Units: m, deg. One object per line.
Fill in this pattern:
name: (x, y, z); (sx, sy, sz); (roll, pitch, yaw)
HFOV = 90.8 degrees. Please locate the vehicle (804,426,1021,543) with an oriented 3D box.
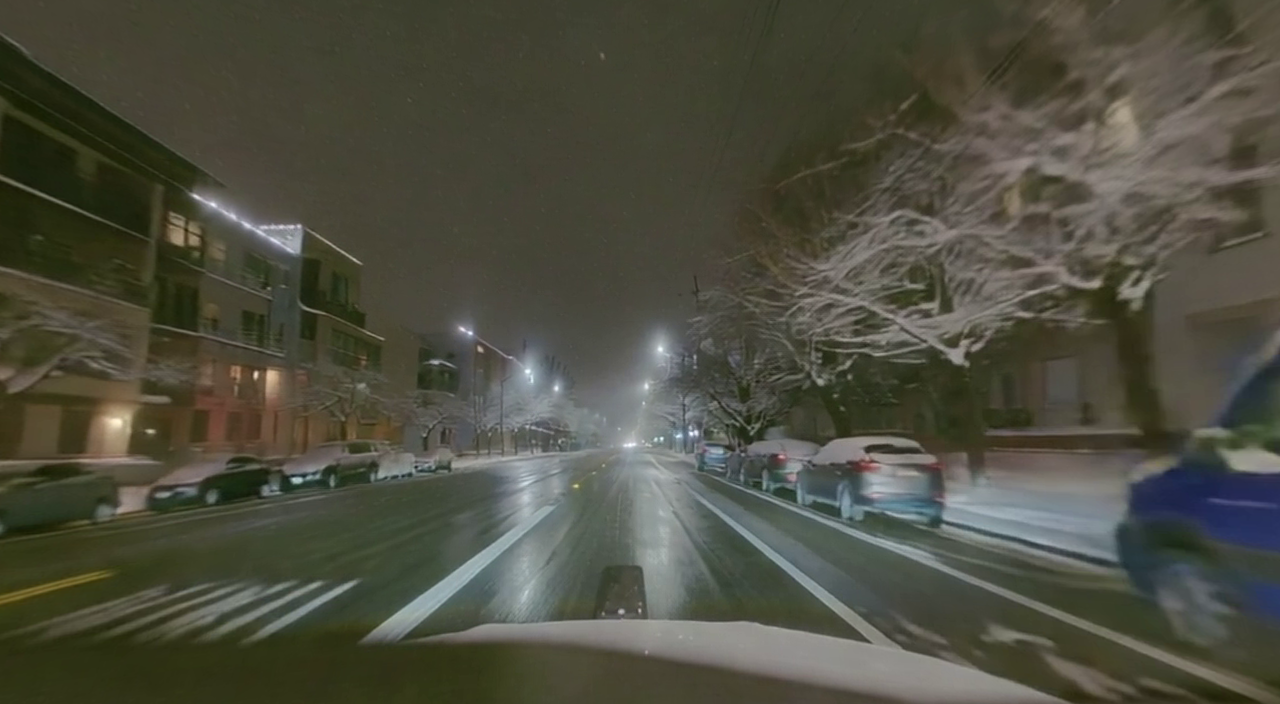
vehicle: (4.664, 2.320, 11.765); (1.927, 1.718, 4.679); (0, -8, 0)

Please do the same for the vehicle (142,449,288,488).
vehicle: (-17.464, 4.773, 26.099); (4.661, 1.523, 1.841); (0, -9, 0)

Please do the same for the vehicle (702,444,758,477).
vehicle: (4.385, 5.355, 31.480); (1.923, 1.493, 4.628); (0, -8, -2)

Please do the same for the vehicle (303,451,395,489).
vehicle: (-12.839, 5.218, 28.231); (1.954, 1.491, 4.633); (0, -8, -1)

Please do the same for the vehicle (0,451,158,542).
vehicle: (-12.726, 2.945, 13.027); (1.880, 1.583, 4.652); (-4, -8, 1)

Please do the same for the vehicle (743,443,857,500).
vehicle: (4.606, 3.496, 18.984); (2.024, 1.491, 4.647); (0, -8, -3)

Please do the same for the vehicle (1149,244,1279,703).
vehicle: (4.939, 0.414, 1.442); (2.414, 2.670, 5.833); (0, -8, -3)

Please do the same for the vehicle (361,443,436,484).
vehicle: (-12.834, 5.915, 33.960); (2.149, 1.865, 5.247); (-3, -8, -2)
